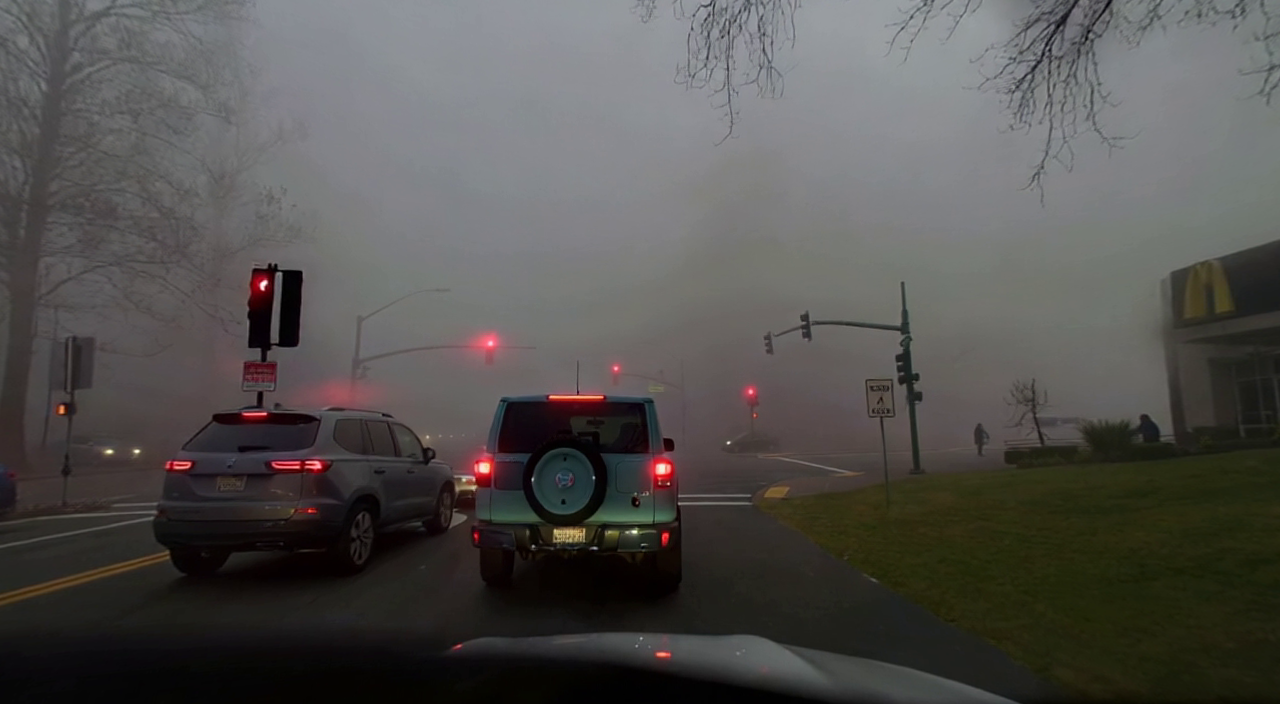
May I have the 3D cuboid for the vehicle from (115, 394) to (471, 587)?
[{"bbox_3d":[-3.912,1.652,8.338,2.130,1.819,4.497,0,-8,0],"label":"vehicle"}]

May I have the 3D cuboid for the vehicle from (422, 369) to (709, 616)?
[{"bbox_3d":[-0.628,1.437,7.340,2.224,1.923,4.643,0,-8,-1],"label":"vehicle"}]

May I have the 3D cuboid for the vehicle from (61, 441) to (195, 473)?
[{"bbox_3d":[-25.241,5.180,31.366,4.713,1.445,1.887,4,-9,-24],"label":"vehicle"}]
